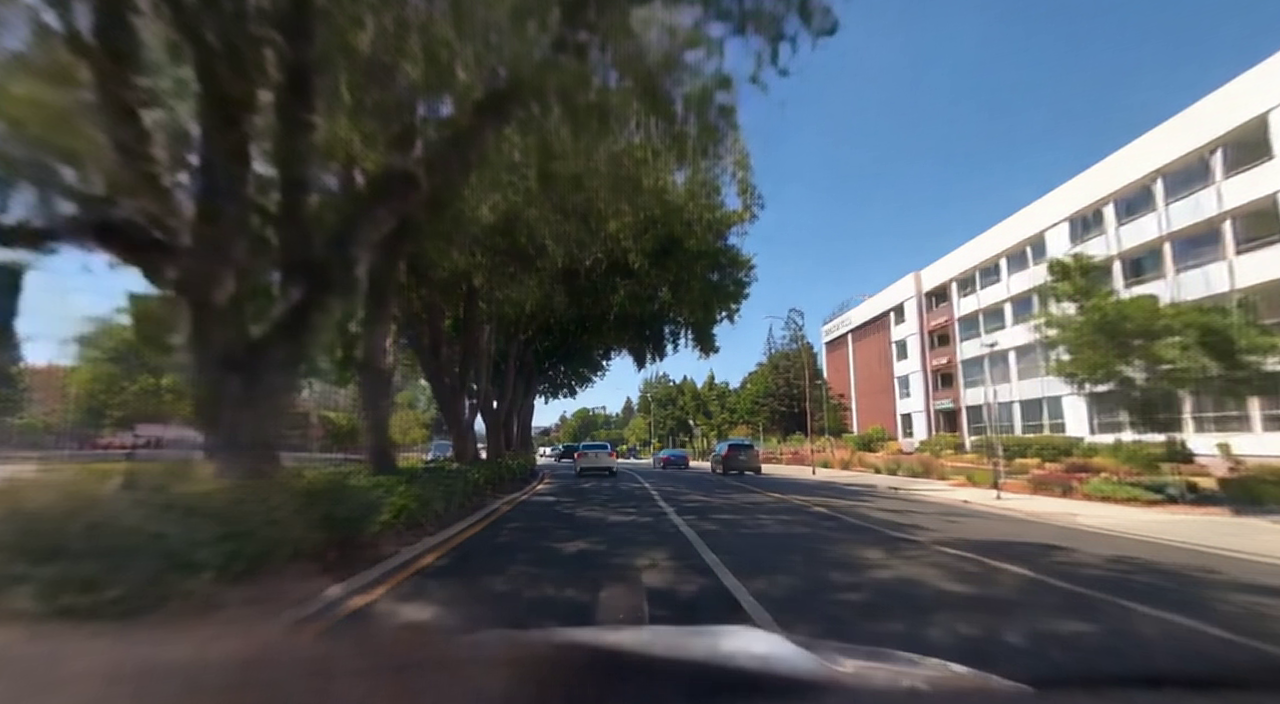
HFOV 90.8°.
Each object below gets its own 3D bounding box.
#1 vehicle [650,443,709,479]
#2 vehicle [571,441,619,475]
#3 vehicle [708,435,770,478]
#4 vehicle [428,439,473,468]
[{"bbox_3d":[1.662,4.809,28.168,1.993,1.477,4.240,1,-9,-5],"label":"vehicle"},{"bbox_3d":[-2.139,4.977,29.831,2.101,1.444,4.248,1,-9,-4],"label":"vehicle"},{"bbox_3d":[5.027,5.373,32.711,2.052,1.990,4.736,1,-9,-5],"label":"vehicle"},{"bbox_3d":[-13.034,7.024,43.734,2.166,1.867,4.459,1,-9,-6],"label":"vehicle"}]
